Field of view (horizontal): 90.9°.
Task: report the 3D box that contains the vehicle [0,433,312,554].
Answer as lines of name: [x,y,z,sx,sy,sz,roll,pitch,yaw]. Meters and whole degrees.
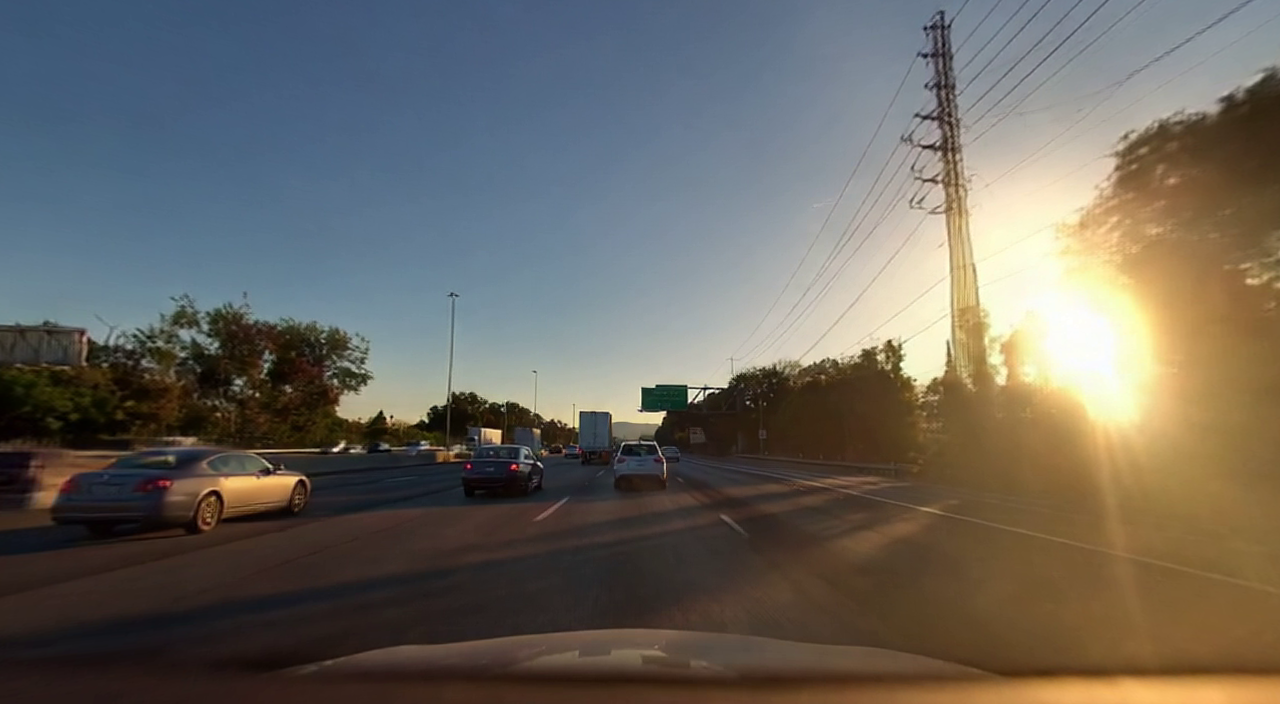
vehicle: [-7.359,2.057,9.941,1.867,1.445,4.499,0,-9,1]

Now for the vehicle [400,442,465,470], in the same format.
vehicle: [-11.974,6.057,36.779,2.089,1.500,4.780,0,-9,1]

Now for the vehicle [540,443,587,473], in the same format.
vehicle: [-3.911,5.483,32.826,2.013,1.437,3.801,0,-9,0]

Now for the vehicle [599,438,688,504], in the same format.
vehicle: [0.025,3.037,16.568,2.018,1.470,4.491,0,-9,-1]

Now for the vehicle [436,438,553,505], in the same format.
vehicle: [-3.490,2.944,15.953,1.912,1.464,4.115,0,-9,1]
